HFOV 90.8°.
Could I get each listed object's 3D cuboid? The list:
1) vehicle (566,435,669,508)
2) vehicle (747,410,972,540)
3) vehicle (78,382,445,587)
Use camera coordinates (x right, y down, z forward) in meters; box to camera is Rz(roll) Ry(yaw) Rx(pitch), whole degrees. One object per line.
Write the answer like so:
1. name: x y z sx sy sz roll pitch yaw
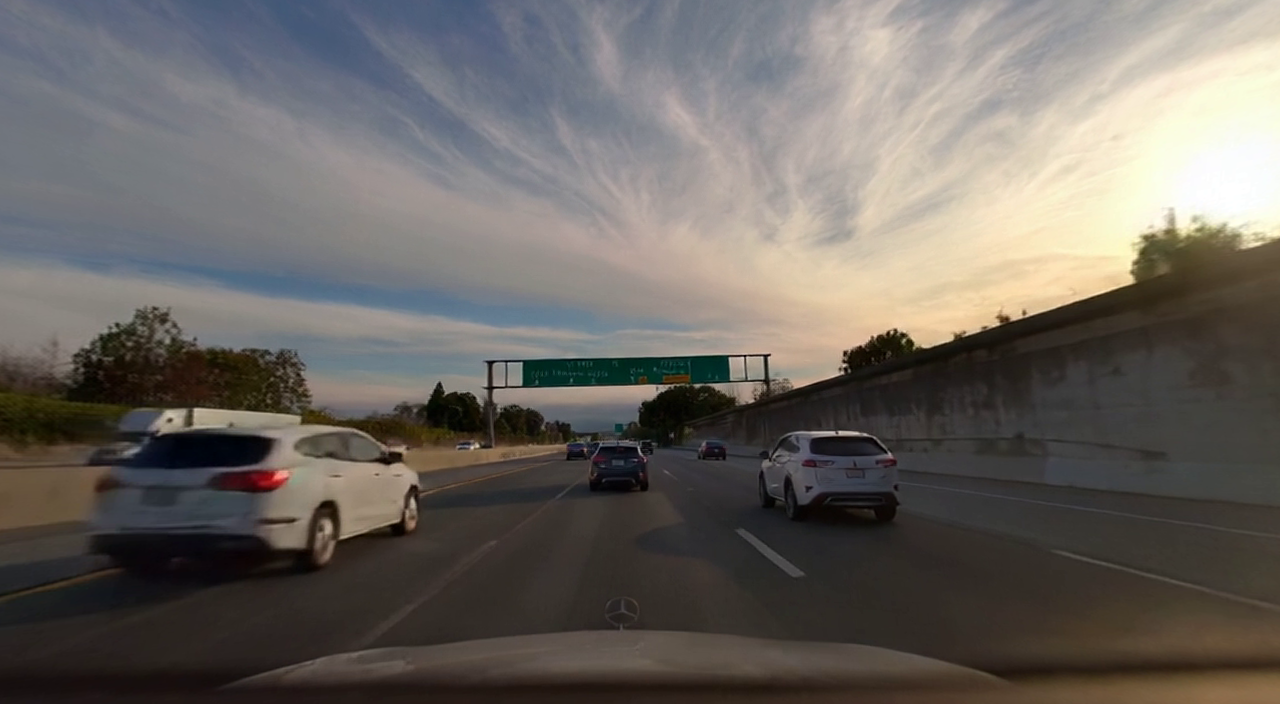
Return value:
1. vehicle: -0.514 2.740 14.956 2.098 1.475 3.997 0 -8 -2
2. vehicle: 3.466 2.060 11.217 2.162 1.800 4.693 0 -8 -2
3. vehicle: -4.380 1.621 8.540 1.983 1.948 4.822 0 -8 -1
